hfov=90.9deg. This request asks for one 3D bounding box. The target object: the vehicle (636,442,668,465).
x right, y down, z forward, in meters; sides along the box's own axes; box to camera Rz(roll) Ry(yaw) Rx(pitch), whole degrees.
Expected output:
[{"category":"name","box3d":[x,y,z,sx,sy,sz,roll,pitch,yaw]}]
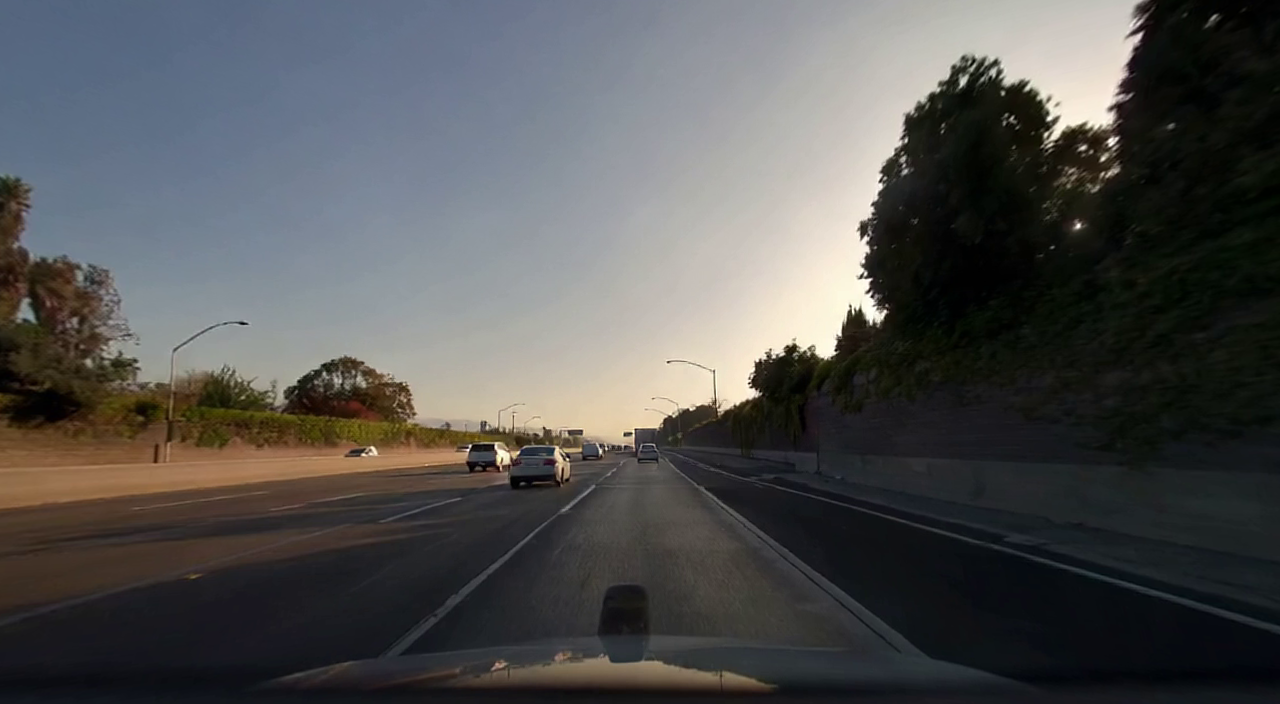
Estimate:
[{"category":"vehicle","box3d":[0.816,6.916,43.253,2.073,1.480,4.343,0,-8,0]}]

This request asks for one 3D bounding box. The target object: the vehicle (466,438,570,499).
[{"category":"vehicle","box3d":[-3.259,3.197,17.694,2.056,1.480,4.022,-1,-8,1]}]

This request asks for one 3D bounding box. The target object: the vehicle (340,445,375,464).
[{"category":"vehicle","box3d":[-22.159,8.002,49.576,1.482,1.382,3.359,-1,-8,-5]}]
